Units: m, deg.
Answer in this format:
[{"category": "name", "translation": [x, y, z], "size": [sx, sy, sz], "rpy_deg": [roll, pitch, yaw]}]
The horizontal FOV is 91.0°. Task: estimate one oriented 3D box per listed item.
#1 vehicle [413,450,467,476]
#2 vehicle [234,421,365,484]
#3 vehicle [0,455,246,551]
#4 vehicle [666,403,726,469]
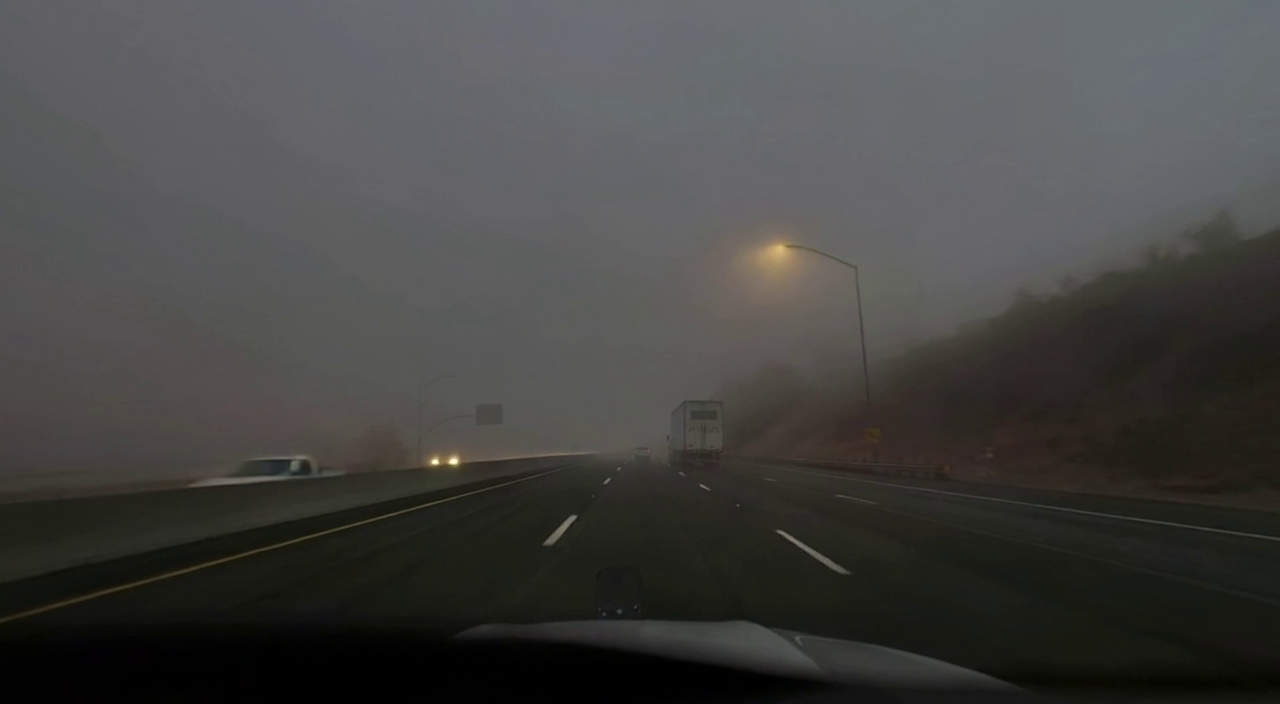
[{"category": "vehicle", "translation": [-13.814, 7.683, 43.885], "size": [2.171, 1.691, 4.552], "rpy_deg": [0, -9, 1]}, {"category": "vehicle", "translation": [-21.546, 6.493, 40.771], "size": [2.969, 3.586, 9.558], "rpy_deg": [0, -9, 1]}, {"category": "vehicle", "translation": [-10.360, 2.829, 12.585], "size": [1.933, 1.504, 4.606], "rpy_deg": [0, -9, 1]}, {"category": "vehicle", "translation": [3.880, 6.547, 47.937], "size": [3.028, 4.181, 15.972], "rpy_deg": [0, -9, 0]}]
